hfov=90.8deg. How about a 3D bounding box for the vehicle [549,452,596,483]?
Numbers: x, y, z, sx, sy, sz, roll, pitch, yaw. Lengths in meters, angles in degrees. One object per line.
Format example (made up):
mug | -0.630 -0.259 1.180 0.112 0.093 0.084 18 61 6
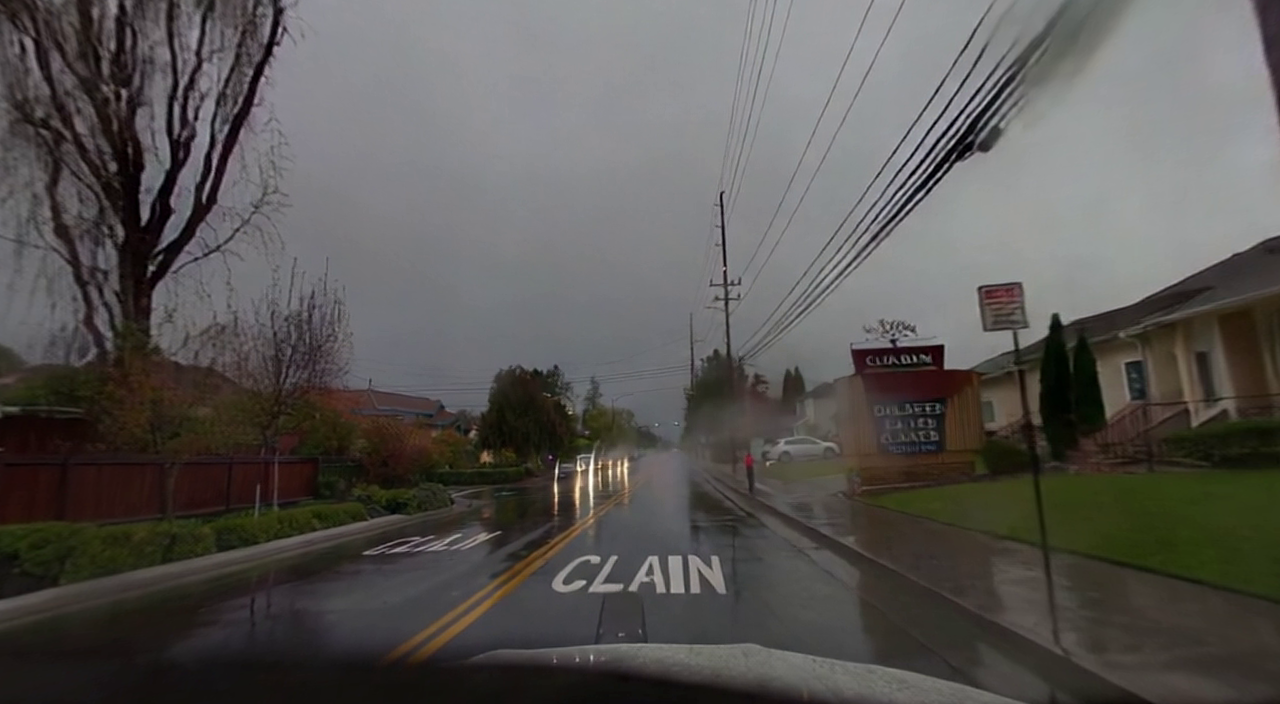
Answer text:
vehicle | -4.264 7.390 40.818 2.203 1.787 4.704 -1 -8 4
